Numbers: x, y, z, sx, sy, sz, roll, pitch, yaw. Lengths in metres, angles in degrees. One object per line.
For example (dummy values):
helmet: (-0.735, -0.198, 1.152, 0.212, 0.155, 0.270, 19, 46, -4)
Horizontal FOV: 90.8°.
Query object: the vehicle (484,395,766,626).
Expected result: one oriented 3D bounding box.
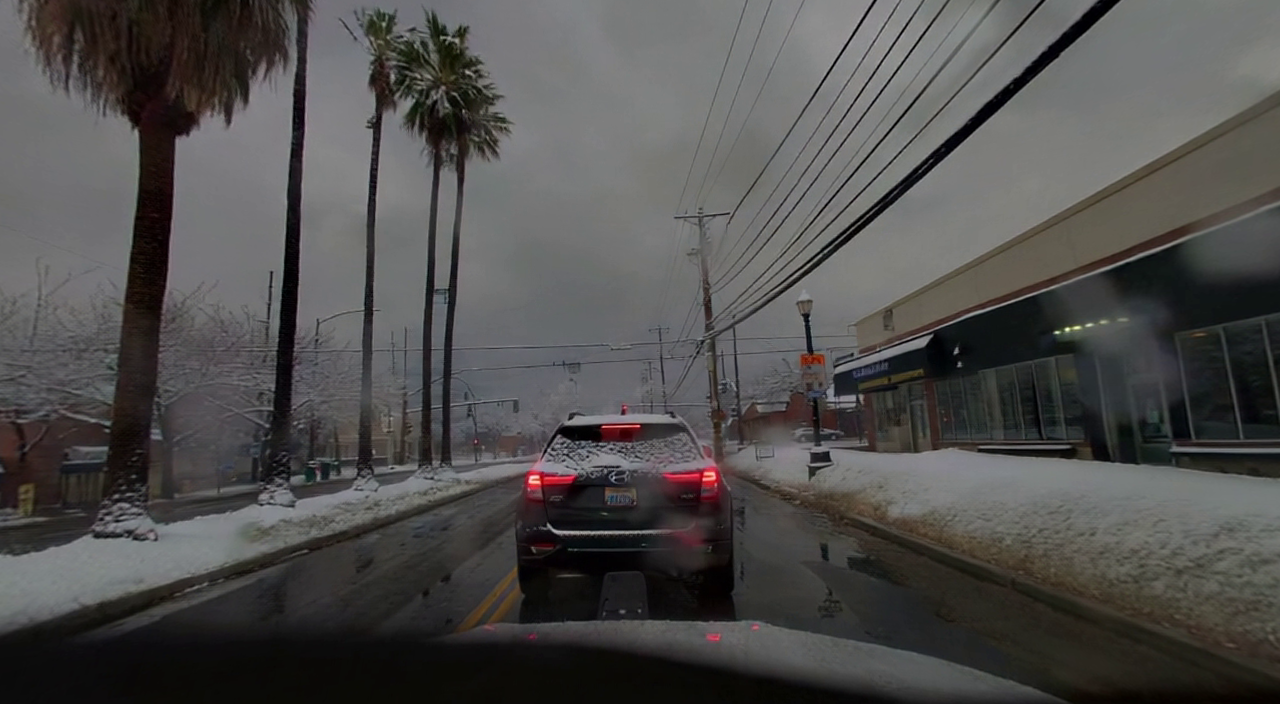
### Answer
vehicle: (-0.196, 1.455, 6.684, 2.105, 1.702, 3.750, 0, -8, -3)
